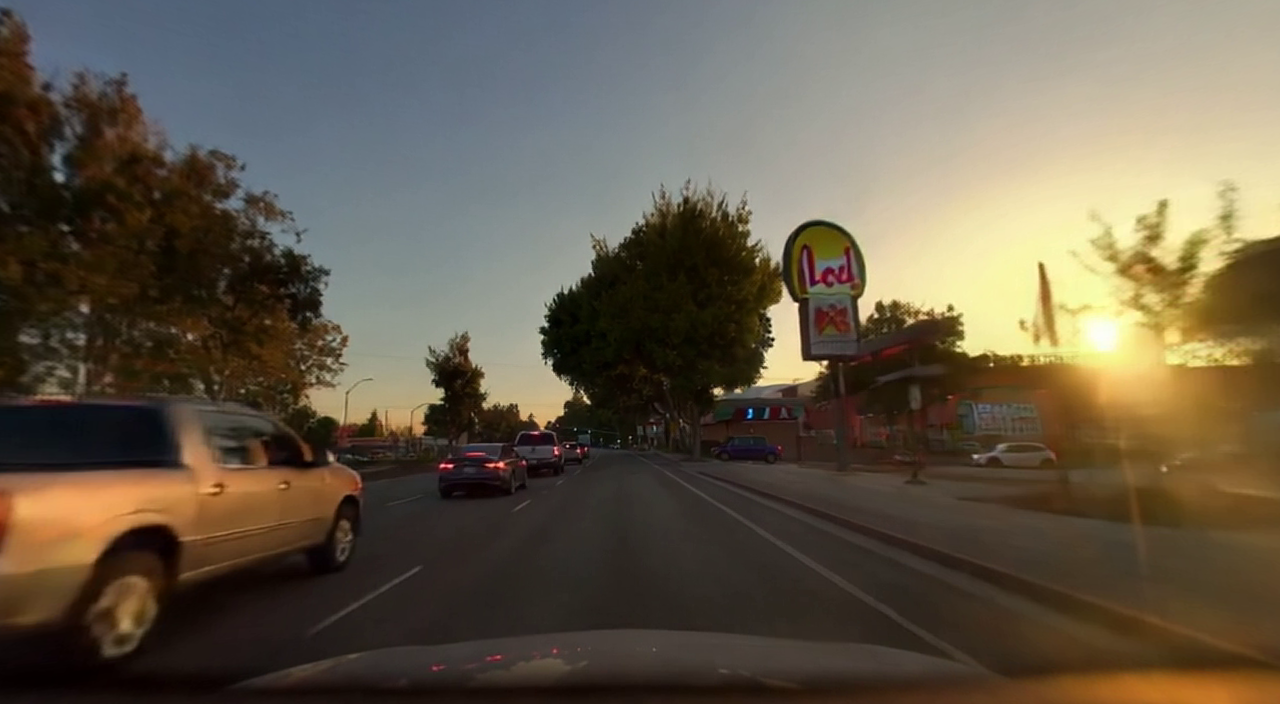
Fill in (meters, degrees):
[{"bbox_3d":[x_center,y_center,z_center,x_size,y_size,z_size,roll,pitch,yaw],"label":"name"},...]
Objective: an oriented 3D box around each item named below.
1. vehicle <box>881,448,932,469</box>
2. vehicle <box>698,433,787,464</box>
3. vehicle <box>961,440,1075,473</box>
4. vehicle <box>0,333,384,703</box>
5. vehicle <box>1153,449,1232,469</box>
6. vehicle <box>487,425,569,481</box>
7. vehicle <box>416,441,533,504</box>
[{"bbox_3d":[19.383,7.751,45.848,1.646,1.418,3.910,1,-8,-6],"label":"vehicle"},{"bbox_3d":[5.901,5.662,36.692,4.813,1.622,2.110,-2,-11,3],"label":"vehicle"},{"bbox_3d":[21.789,6.041,36.405,5.120,1.817,2.154,-1,-8,8],"label":"vehicle"},{"bbox_3d":[-4.145,1.163,4.957,2.222,1.899,5.006,0,-8,-1],"label":"vehicle"},{"bbox_3d":[41.385,8.033,47.147,1.904,1.443,4.535,0,-9,2],"label":"vehicle"},{"bbox_3d":[-4.712,4.372,27.501,2.664,2.122,6.124,0,-8,-2],"label":"vehicle"},{"bbox_3d":[-4.155,3.082,16.606,2.113,1.446,4.309,0,-8,-3],"label":"vehicle"}]
